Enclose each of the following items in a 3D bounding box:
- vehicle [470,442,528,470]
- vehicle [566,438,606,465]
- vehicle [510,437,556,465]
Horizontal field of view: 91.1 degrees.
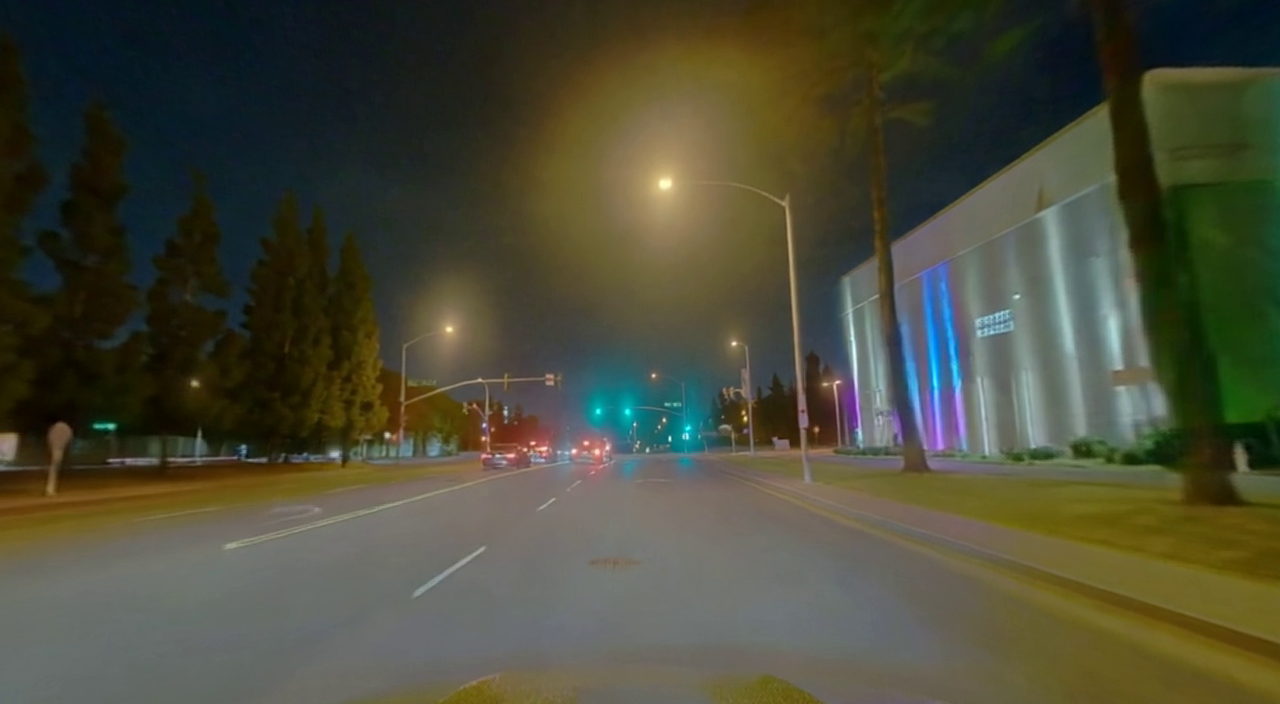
[{"bbox_3d":[-7.713,5.732,34.798,2.030,1.440,4.464,0,-9,2],"label":"vehicle"},{"bbox_3d":[-3.403,6.353,40.164,2.043,1.636,4.320,0,-9,2],"label":"vehicle"},{"bbox_3d":[-7.224,6.778,43.018,2.152,1.813,4.751,0,-9,2],"label":"vehicle"}]
